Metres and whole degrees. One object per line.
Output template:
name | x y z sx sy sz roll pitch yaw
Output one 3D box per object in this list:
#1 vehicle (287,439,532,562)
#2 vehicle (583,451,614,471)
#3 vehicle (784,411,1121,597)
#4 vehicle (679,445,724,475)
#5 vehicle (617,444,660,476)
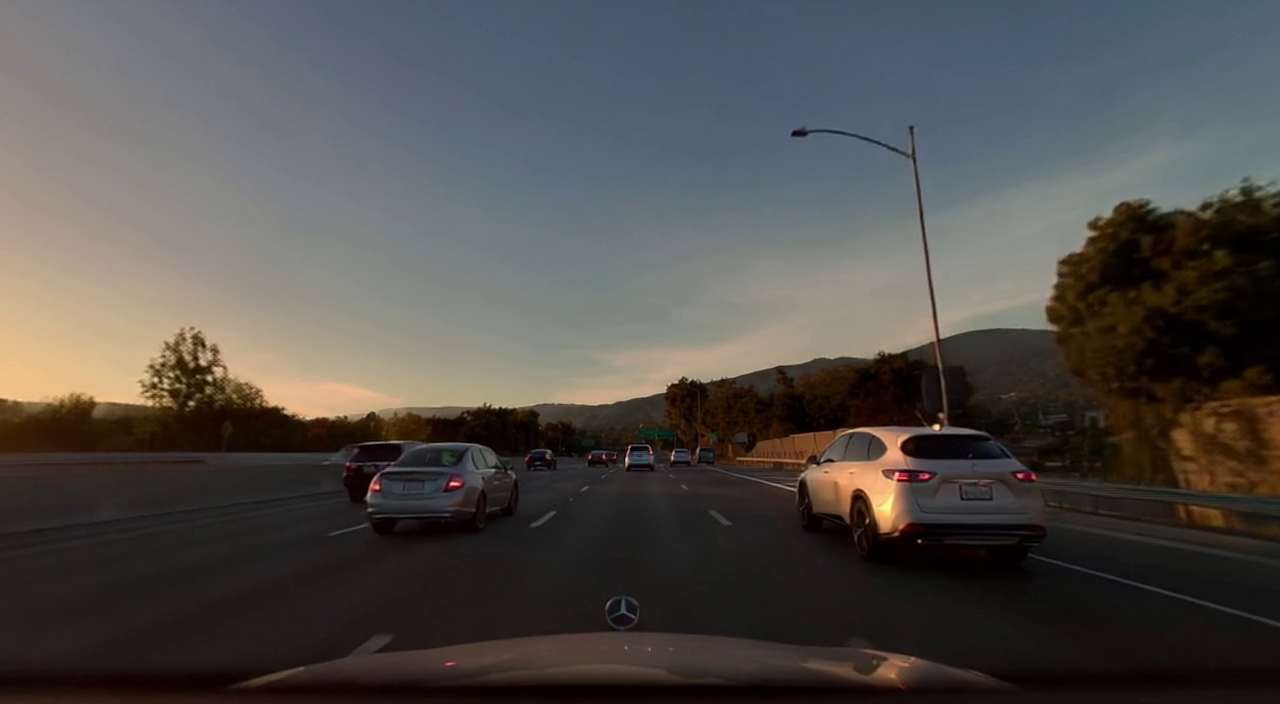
vehicle | -3.301 2.212 10.352 2.130 1.514 4.766 0 -8 1
vehicle | -3.161 8.415 48.887 1.968 1.473 4.209 0 -8 2
vehicle | 3.441 1.750 8.226 2.029 1.716 4.545 0 -8 0
vehicle | 3.724 6.607 38.881 2.320 1.735 4.408 0 -8 0
vehicle | -0.088 6.385 37.598 2.408 1.748 4.217 0 -8 0
